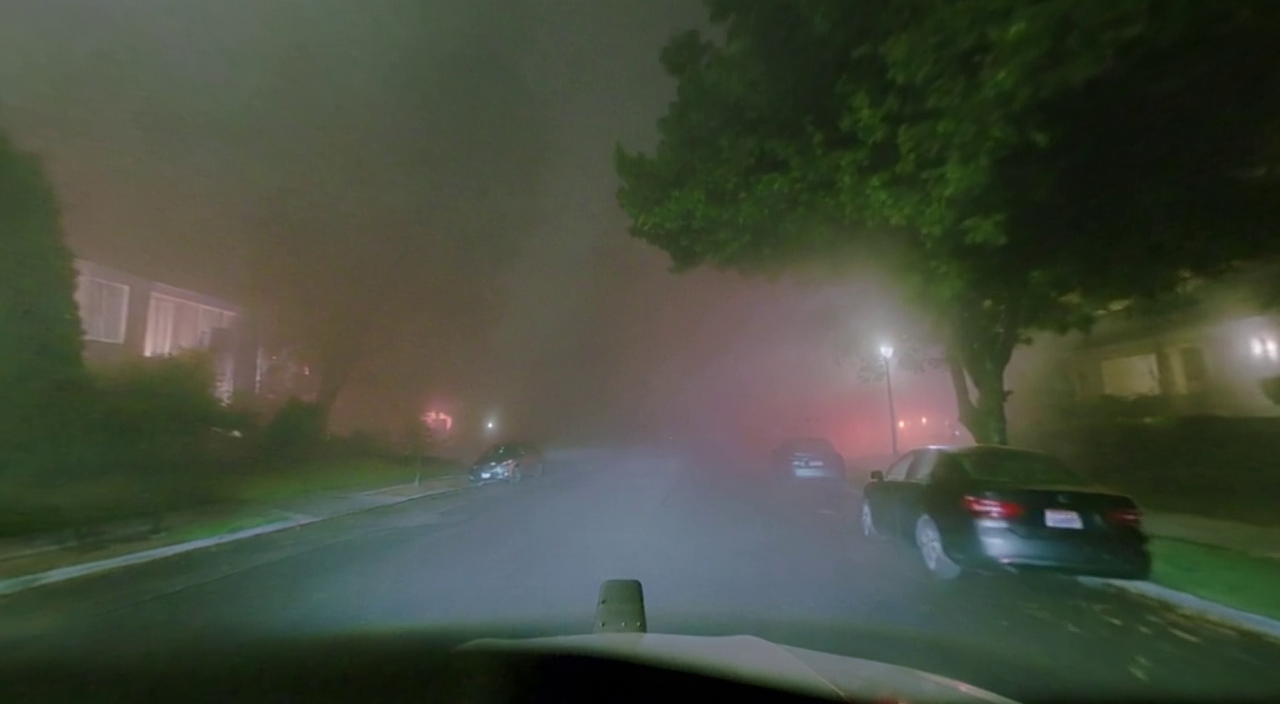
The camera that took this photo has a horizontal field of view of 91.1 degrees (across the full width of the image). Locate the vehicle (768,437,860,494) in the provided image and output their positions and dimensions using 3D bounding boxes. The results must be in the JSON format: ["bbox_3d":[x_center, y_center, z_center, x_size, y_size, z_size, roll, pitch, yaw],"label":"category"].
[{"bbox_3d":[5.010,3.277,18.711,1.931,1.395,4.793,0,-7,7],"label":"vehicle"}]

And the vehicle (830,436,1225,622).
[{"bbox_3d":[3.797,1.727,7.466,2.088,1.429,4.796,-1,-8,7],"label":"vehicle"}]

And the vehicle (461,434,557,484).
[{"bbox_3d":[-4.612,3.917,22.864,1.943,1.433,4.717,-7,-11,6],"label":"vehicle"}]

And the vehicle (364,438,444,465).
[{"bbox_3d":[-16.834,7.111,44.978,4.879,1.867,2.234,1,-8,-4],"label":"vehicle"}]
